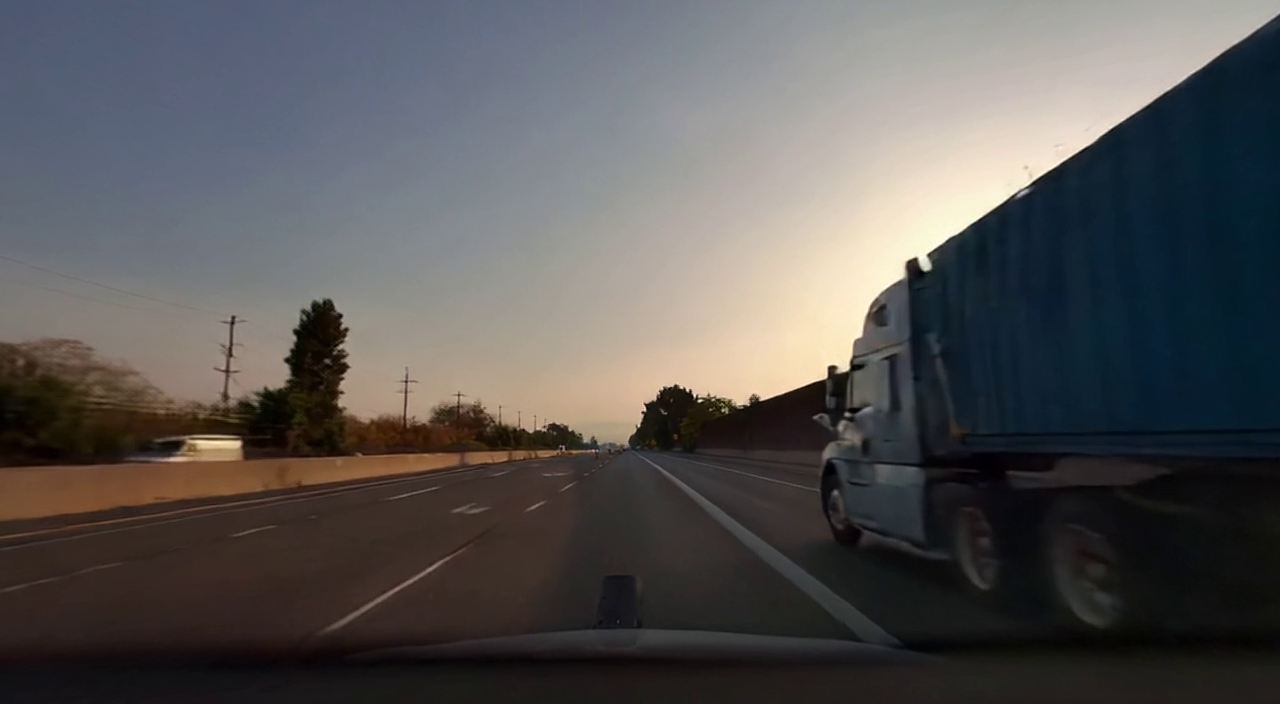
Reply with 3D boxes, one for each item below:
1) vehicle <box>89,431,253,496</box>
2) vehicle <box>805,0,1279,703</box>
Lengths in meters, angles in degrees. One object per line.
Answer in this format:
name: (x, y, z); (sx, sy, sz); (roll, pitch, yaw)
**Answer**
vehicle: (-21.138, 5.043, 28.861); (2.345, 2.583, 6.782); (0, -9, -1)
vehicle: (3.954, 0.148, 5.737); (3.038, 3.983, 6.291); (0, -9, 0)
